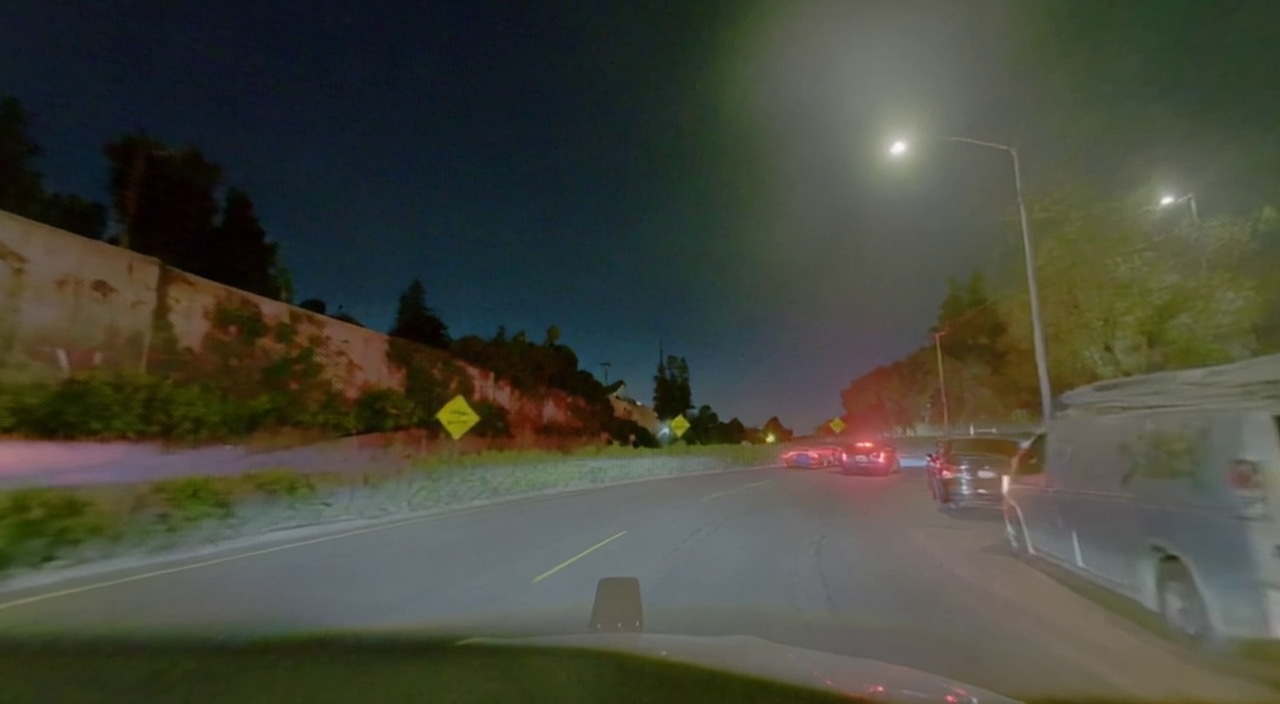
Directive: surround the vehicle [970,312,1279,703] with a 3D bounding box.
[{"bbox_3d":[4.466,1.035,4.948,2.081,1.866,4.648,-2,-9,12],"label":"vehicle"}]
